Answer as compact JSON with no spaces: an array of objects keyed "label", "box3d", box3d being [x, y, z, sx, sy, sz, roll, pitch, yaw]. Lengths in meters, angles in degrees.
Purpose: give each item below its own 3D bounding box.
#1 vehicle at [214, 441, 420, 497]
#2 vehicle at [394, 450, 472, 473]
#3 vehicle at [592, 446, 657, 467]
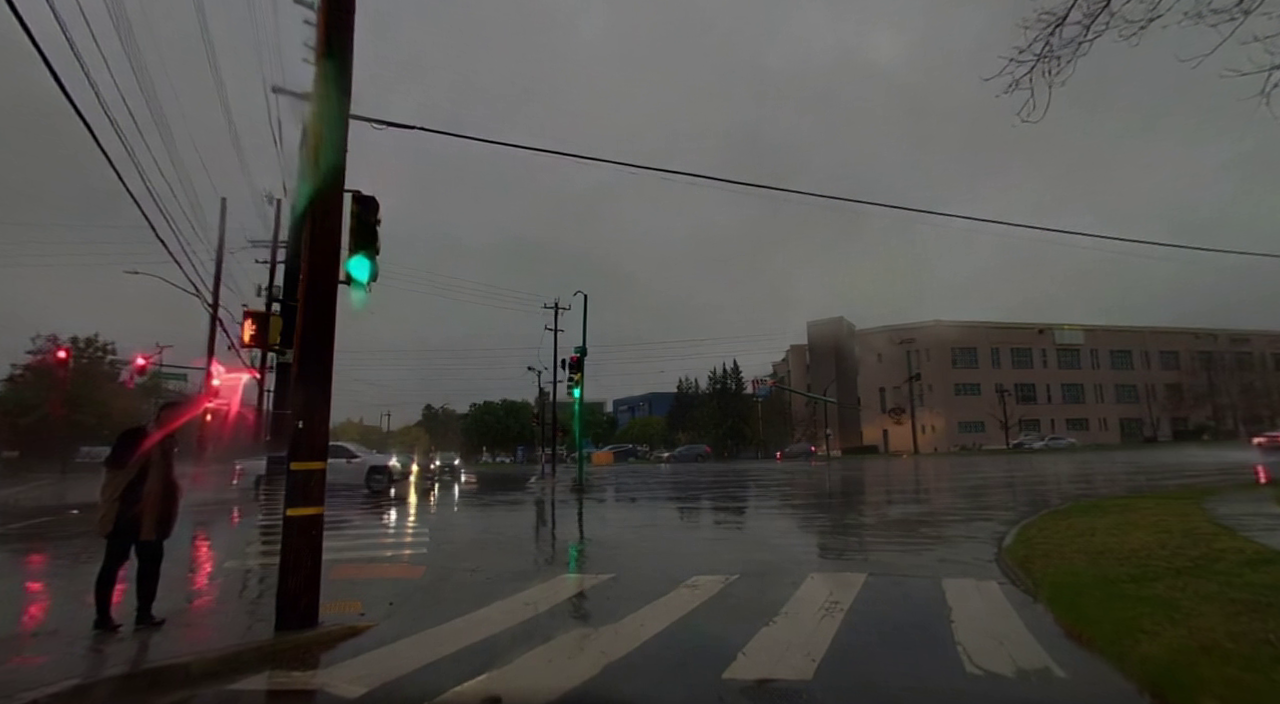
[{"label":"vehicle","box3d":[-8.903,3.230,17.645,4.799,1.438,1.899,-1,-8,6]},{"label":"vehicle","box3d":[-14.077,7.430,43.014,4.837,1.407,1.818,4,-9,-26]},{"label":"vehicle","box3d":[-1.138,7.547,45.835,4.391,1.451,1.717,4,-9,-25]}]
